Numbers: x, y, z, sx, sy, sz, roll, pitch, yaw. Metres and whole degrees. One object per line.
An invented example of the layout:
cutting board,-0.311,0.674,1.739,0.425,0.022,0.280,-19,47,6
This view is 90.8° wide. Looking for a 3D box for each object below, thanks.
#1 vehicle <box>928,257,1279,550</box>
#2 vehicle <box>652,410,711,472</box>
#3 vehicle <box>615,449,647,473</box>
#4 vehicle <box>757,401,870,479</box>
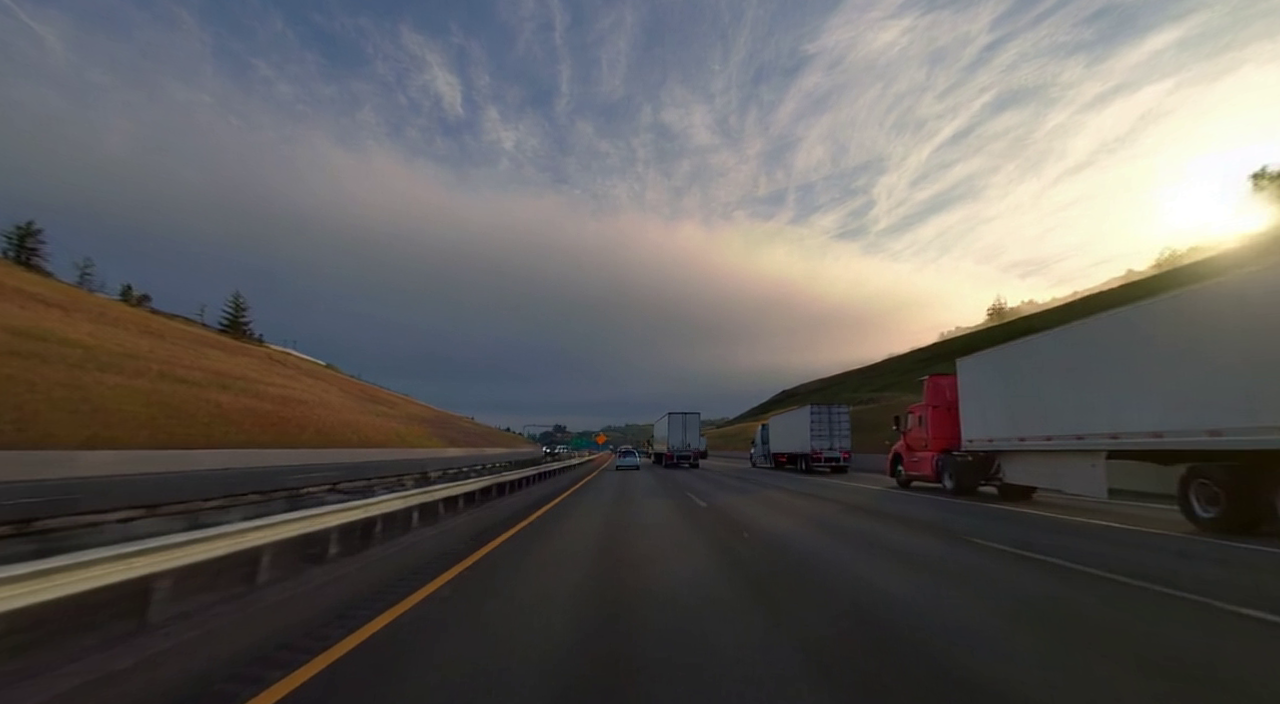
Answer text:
vehicle,10.607,1.408,13.299,2.830,4.100,13.915,0,-9,1
vehicle,2.768,6.873,47.836,2.986,3.916,15.375,0,-9,-2
vehicle,-0.602,6.950,40.380,1.927,1.437,3.794,0,-9,-2
vehicle,10.510,5.770,40.551,2.854,4.112,14.088,0,-9,-2
